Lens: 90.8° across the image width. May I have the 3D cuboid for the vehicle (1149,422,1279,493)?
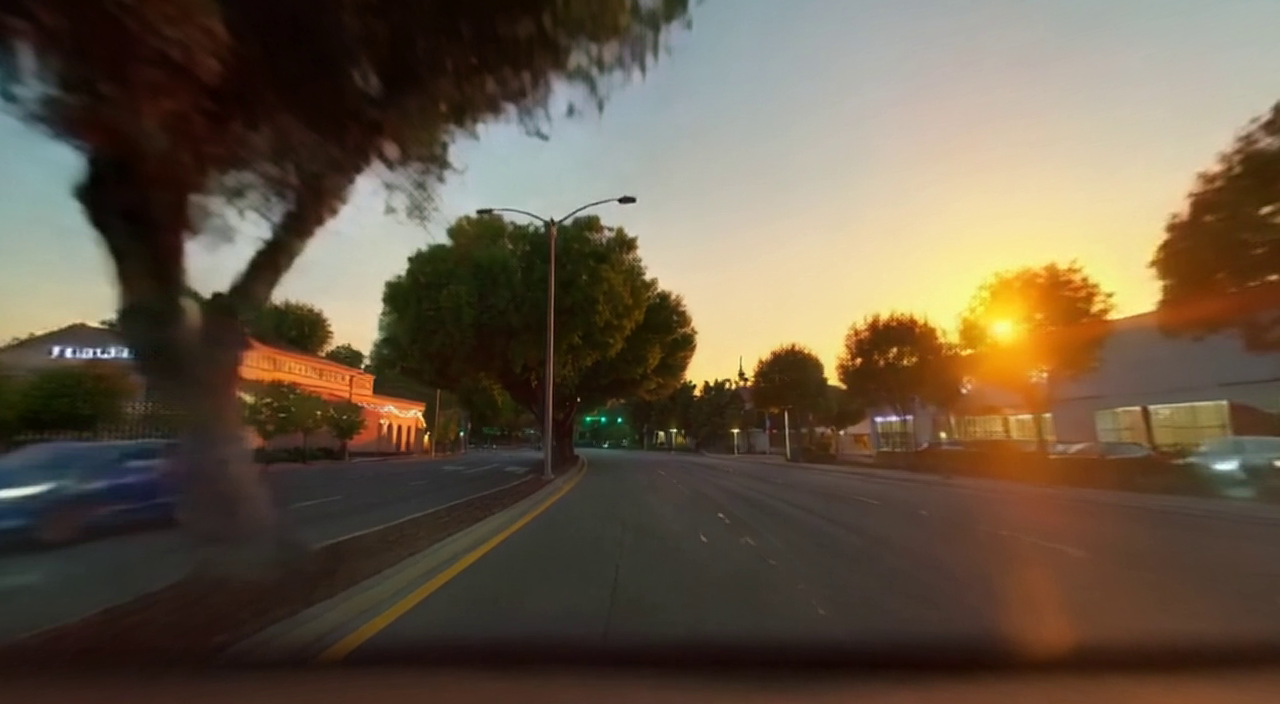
[{"bbox_3d":[17.182,2.827,17.120,4.889,1.736,2.339,1,-8,-6],"label":"vehicle"}]

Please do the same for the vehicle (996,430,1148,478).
[{"bbox_3d":[17.201,4.064,25.306,4.660,1.814,2.099,1,-9,-8],"label":"vehicle"}]

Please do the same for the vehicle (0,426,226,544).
[{"bbox_3d":[-9.056,1.948,9.720,2.094,1.485,4.446,-1,-9,5],"label":"vehicle"}]
